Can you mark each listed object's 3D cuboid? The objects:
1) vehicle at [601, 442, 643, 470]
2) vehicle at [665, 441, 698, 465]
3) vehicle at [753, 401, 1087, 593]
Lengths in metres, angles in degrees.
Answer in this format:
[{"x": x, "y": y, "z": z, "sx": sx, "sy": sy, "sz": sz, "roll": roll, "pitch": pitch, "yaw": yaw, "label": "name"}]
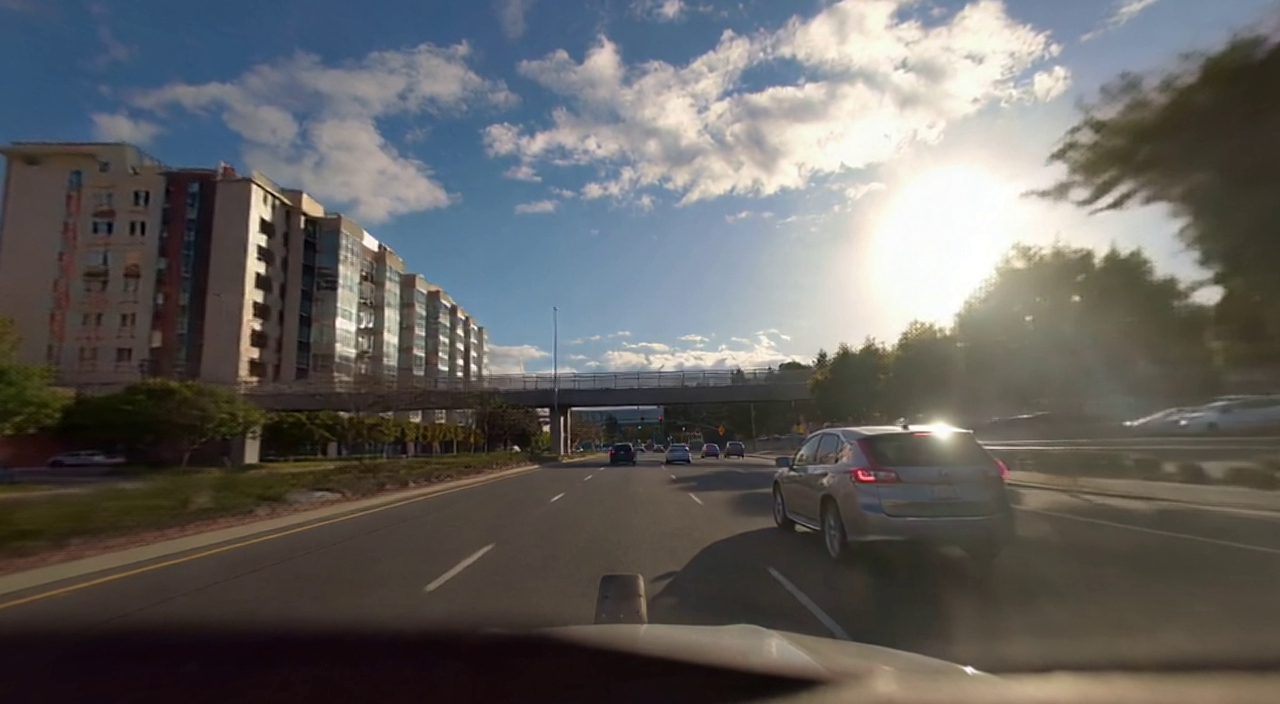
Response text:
[{"x": -0.992, "y": 6.016, "z": 36.748, "sx": 2.173, "sy": 1.498, "sz": 4.528, "roll": 0, "pitch": -8, "yaw": 1, "label": "vehicle"}, {"x": 3.089, "y": 7.611, "z": 47.930, "sx": 2.165, "sy": 1.708, "sz": 3.928, "roll": 0, "pitch": -8, "yaw": -2, "label": "vehicle"}, {"x": 2.977, "y": 1.662, "z": 8.168, "sx": 2.130, "sy": 1.741, "sz": 4.665, "roll": 0, "pitch": -8, "yaw": 0, "label": "vehicle"}]
